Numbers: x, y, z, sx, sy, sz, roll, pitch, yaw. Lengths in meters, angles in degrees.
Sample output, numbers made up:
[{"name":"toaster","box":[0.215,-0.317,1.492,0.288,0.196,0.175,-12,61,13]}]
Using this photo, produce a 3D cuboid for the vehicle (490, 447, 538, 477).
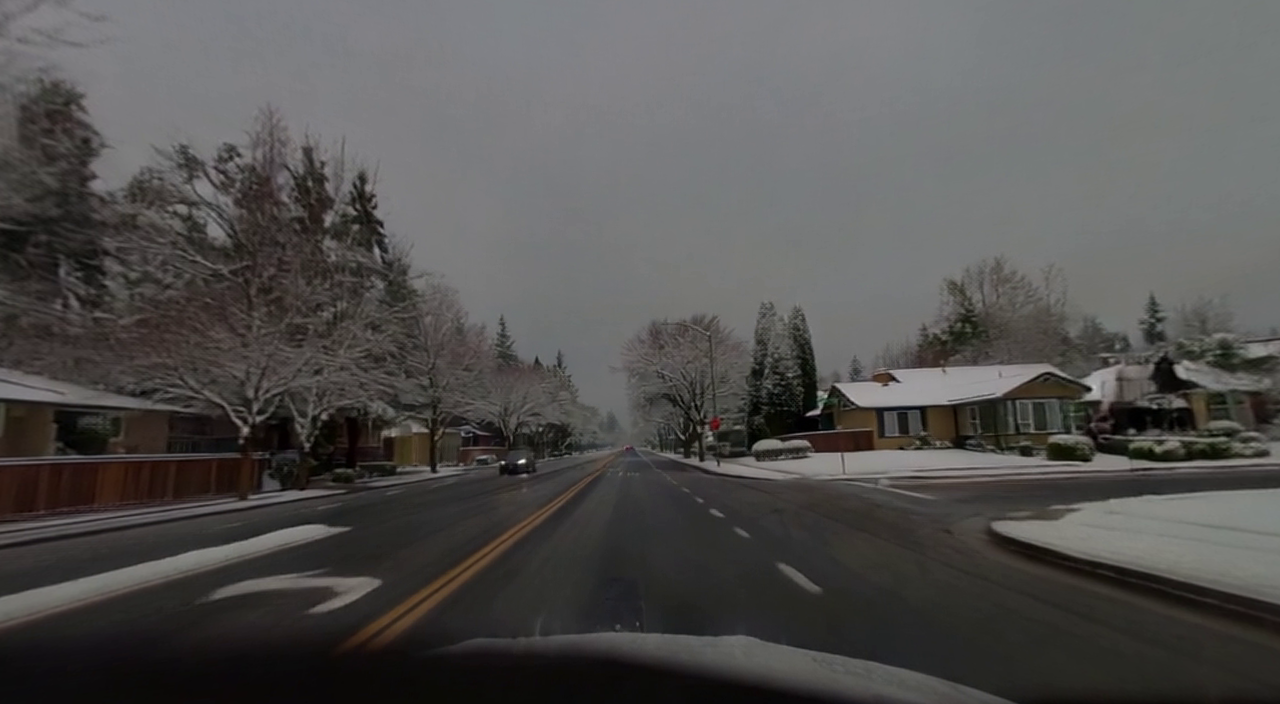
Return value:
[{"name":"vehicle","box":[-7.492,6.556,38.007,1.994,1.646,4.276,0,-9,0]}]
